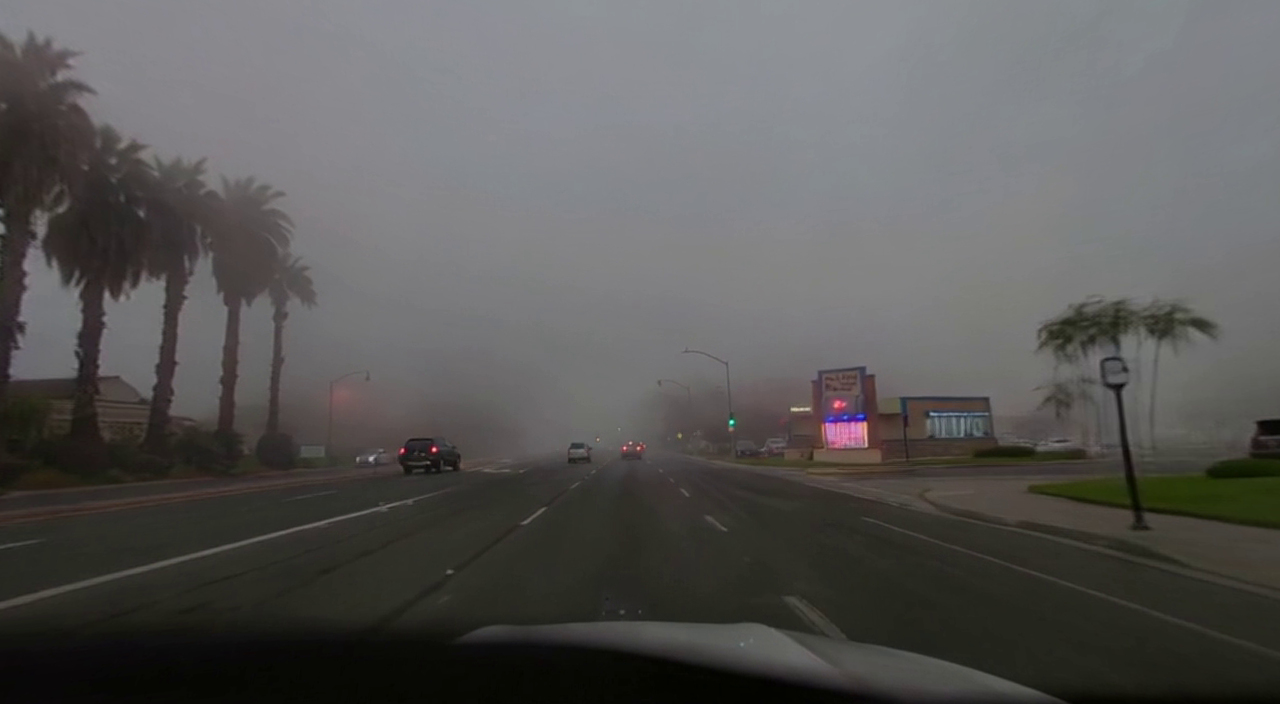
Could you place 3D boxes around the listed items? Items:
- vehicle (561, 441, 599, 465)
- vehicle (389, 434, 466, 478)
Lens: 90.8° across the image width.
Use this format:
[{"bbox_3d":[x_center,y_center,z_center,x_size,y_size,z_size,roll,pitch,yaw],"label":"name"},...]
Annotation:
[{"bbox_3d":[-3.871,6.634,41.725,2.181,1.483,4.123,0,-9,-1],"label":"vehicle"},{"bbox_3d":[-9.207,4.536,27.764,2.022,1.746,4.406,0,-9,-3],"label":"vehicle"}]
